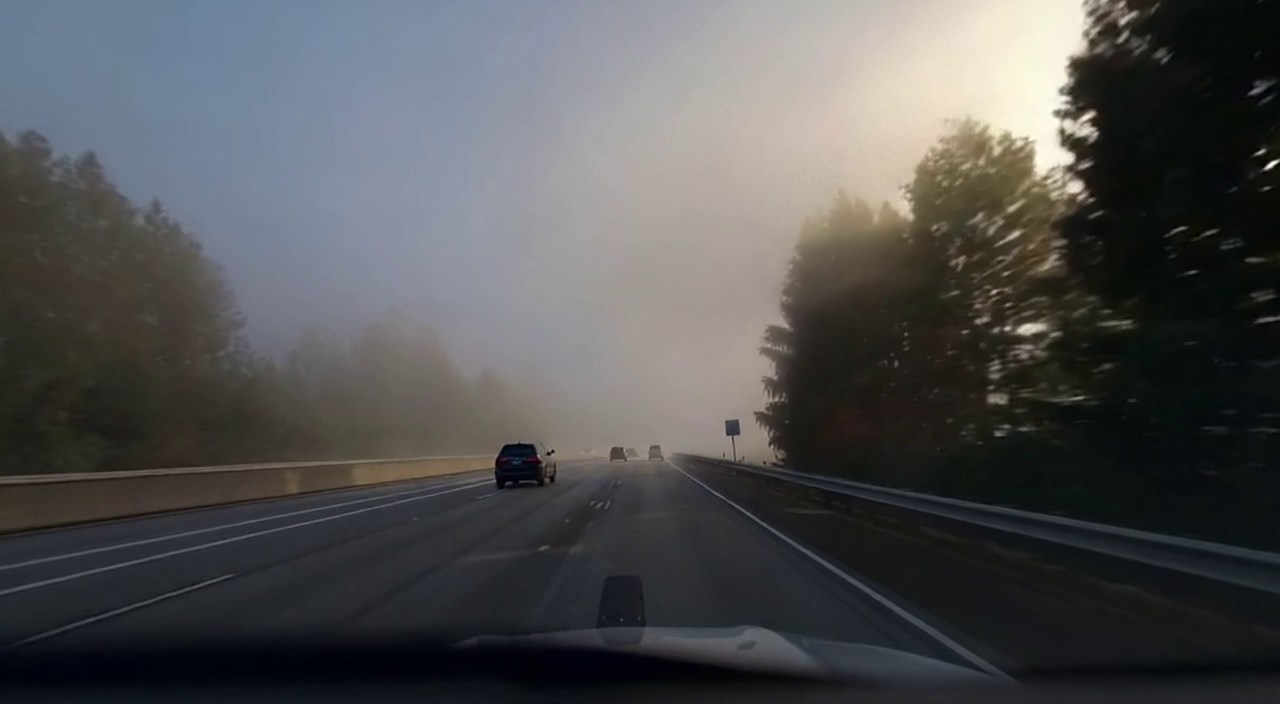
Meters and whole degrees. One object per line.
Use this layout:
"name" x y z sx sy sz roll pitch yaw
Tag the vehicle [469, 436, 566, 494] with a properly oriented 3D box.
"vehicle" -3.890 3.684 20.901 2.188 1.692 4.623 0 -9 1
